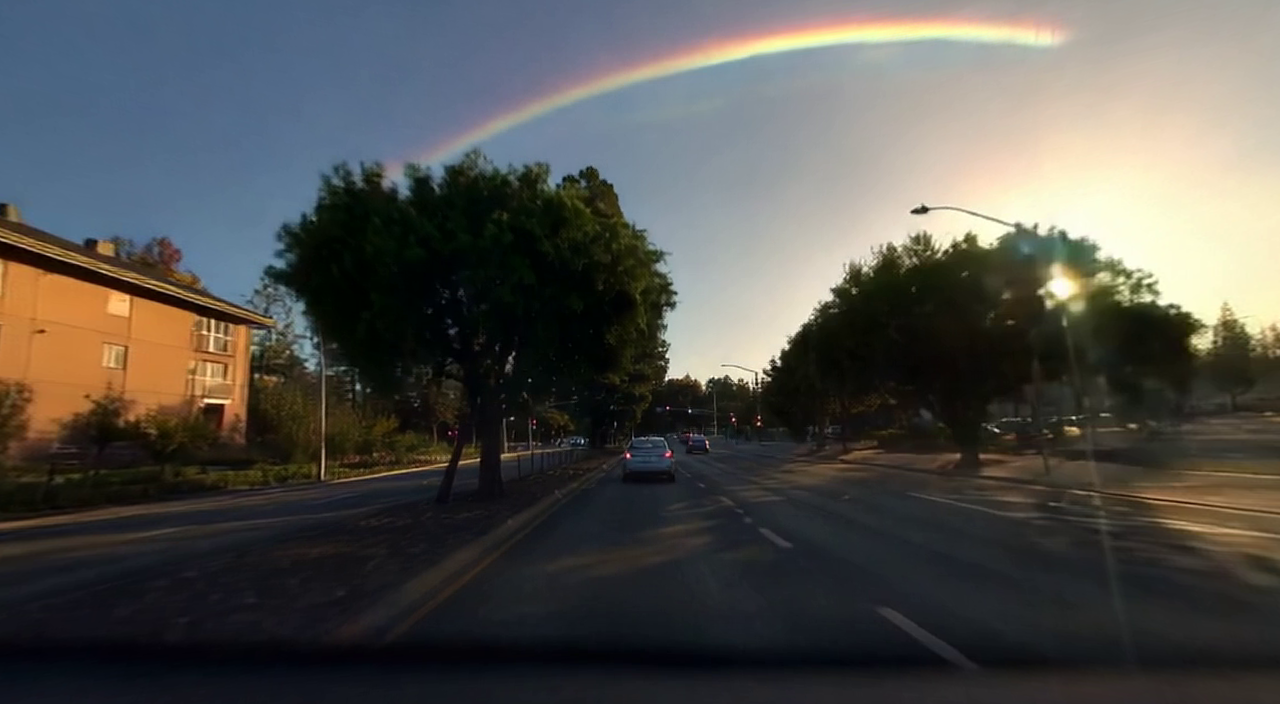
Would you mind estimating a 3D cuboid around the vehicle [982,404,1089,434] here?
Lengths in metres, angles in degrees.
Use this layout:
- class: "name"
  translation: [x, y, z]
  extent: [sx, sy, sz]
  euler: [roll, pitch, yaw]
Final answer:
- class: "vehicle"
  translation: [22.567, 3.861, 36.155]
  extent: [4.738, 1.593, 2.123]
  euler: [0, -8, -6]

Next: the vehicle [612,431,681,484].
- class: "vehicle"
  translation: [0.174, 3.623, 21.948]
  extent: [2.181, 1.639, 4.127]
  euler: [0, -9, -1]

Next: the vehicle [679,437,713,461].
- class: "vehicle"
  translation: [3.993, 7.000, 45.601]
  extent: [1.987, 1.613, 4.081]
  euler: [0, -9, -2]
